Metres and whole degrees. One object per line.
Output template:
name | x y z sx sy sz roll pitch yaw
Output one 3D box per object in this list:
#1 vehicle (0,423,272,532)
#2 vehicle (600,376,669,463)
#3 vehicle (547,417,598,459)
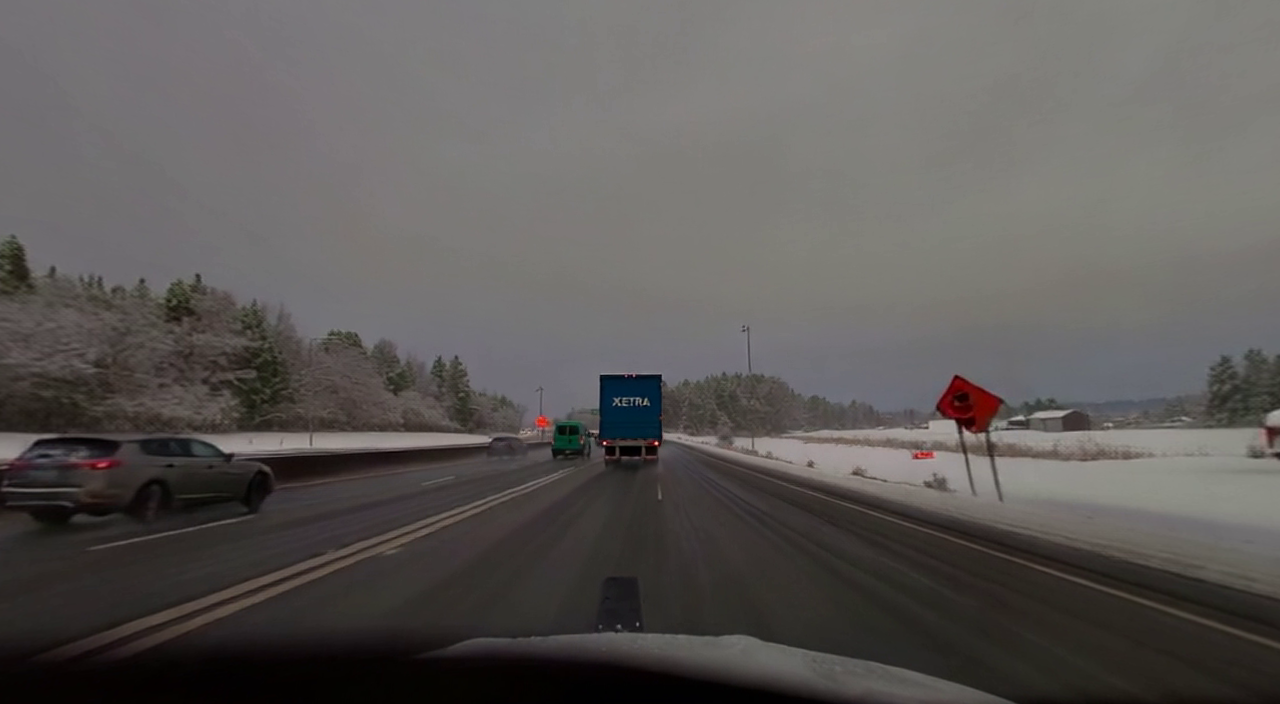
vehicle | -8.950 2.093 11.187 1.915 1.506 4.594 0 -8 2
vehicle | -0.167 3.962 33.994 3.183 4.011 9.617 0 -10 1
vehicle | -4.361 5.751 41.875 2.469 2.615 5.874 0 -8 2
